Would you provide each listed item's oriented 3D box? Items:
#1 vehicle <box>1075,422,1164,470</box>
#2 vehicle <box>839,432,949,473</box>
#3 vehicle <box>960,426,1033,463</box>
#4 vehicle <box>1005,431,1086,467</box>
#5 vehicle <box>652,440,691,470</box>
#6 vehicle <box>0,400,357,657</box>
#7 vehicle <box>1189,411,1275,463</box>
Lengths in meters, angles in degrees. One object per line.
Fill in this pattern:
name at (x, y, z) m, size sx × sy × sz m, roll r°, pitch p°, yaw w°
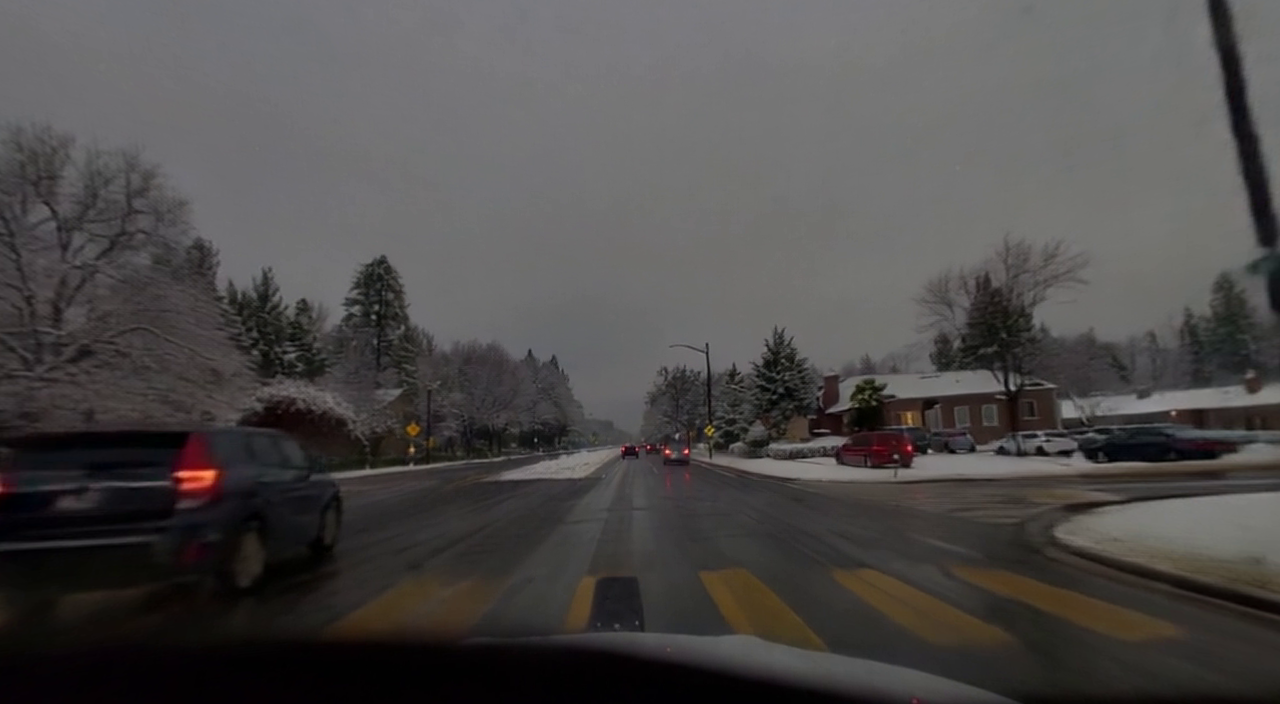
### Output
vehicle at (18.674, 3.632, 24.497) m, size 2.150 × 1.659 × 4.678 m, roll -8°, pitch -11°, yaw 42°
vehicle at (10.508, 4.166, 26.338) m, size 1.903 × 1.569 × 3.751 m, roll 5°, pitch -10°, yaw -33°
vehicle at (18.157, 4.689, 32.049) m, size 2.043 × 1.691 × 4.436 m, roll -8°, pitch -11°, yaw 43°
vehicle at (18.153, 4.291, 28.173) m, size 2.106 × 1.460 × 4.389 m, roll -8°, pitch -11°, yaw 43°
vehicle at (1.766, 5.969, 36.726) m, size 2.003 × 1.614 × 4.072 m, roll 0°, pitch -8°, yaw -1°
vehicle at (-4.641, 1.537, 6.734) m, size 2.205 × 1.706 × 4.904 m, roll 2°, pitch -9°, yaw -16°
vehicle at (24.197, 3.511, 25.807) m, size 2.210 × 1.906 × 4.718 m, roll -8°, pitch -12°, yaw 44°
